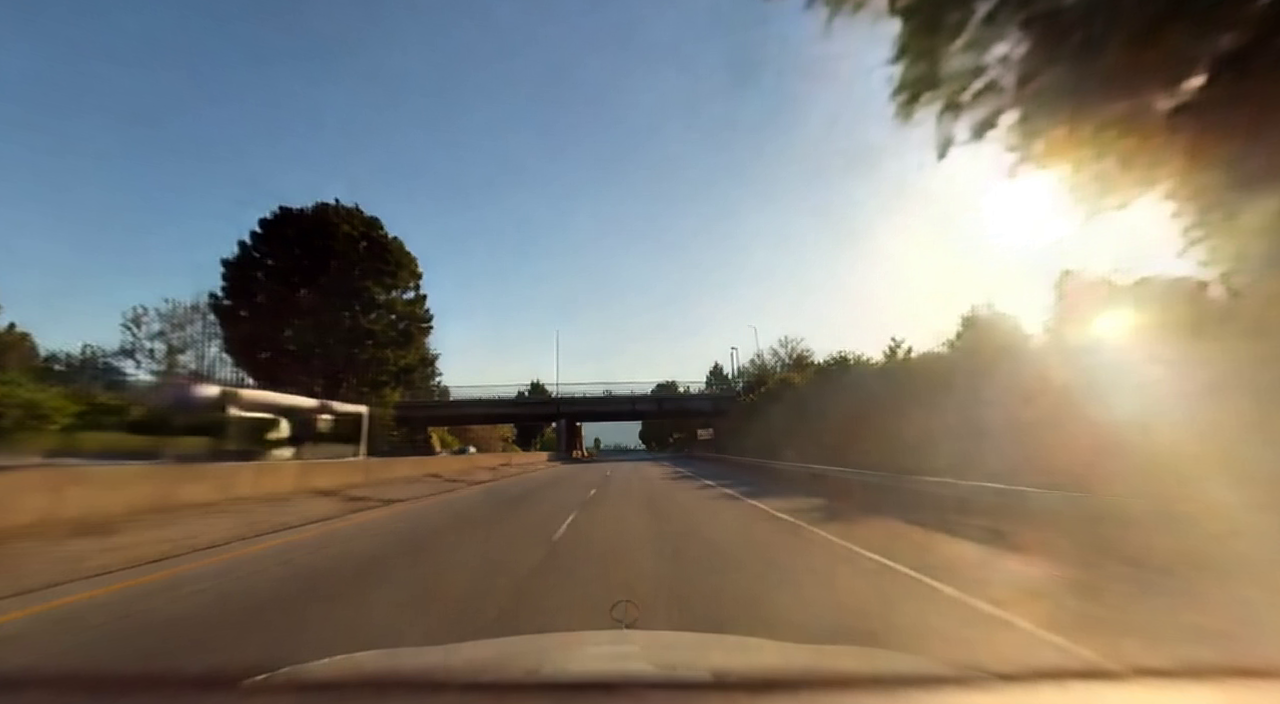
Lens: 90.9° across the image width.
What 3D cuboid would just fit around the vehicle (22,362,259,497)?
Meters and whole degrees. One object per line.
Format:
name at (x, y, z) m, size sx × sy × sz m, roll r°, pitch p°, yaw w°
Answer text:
vehicle at (-16.296, 2.669, 21.314) m, size 3.008 × 3.916 × 5.886 m, roll 0°, pitch -9°, yaw -1°
